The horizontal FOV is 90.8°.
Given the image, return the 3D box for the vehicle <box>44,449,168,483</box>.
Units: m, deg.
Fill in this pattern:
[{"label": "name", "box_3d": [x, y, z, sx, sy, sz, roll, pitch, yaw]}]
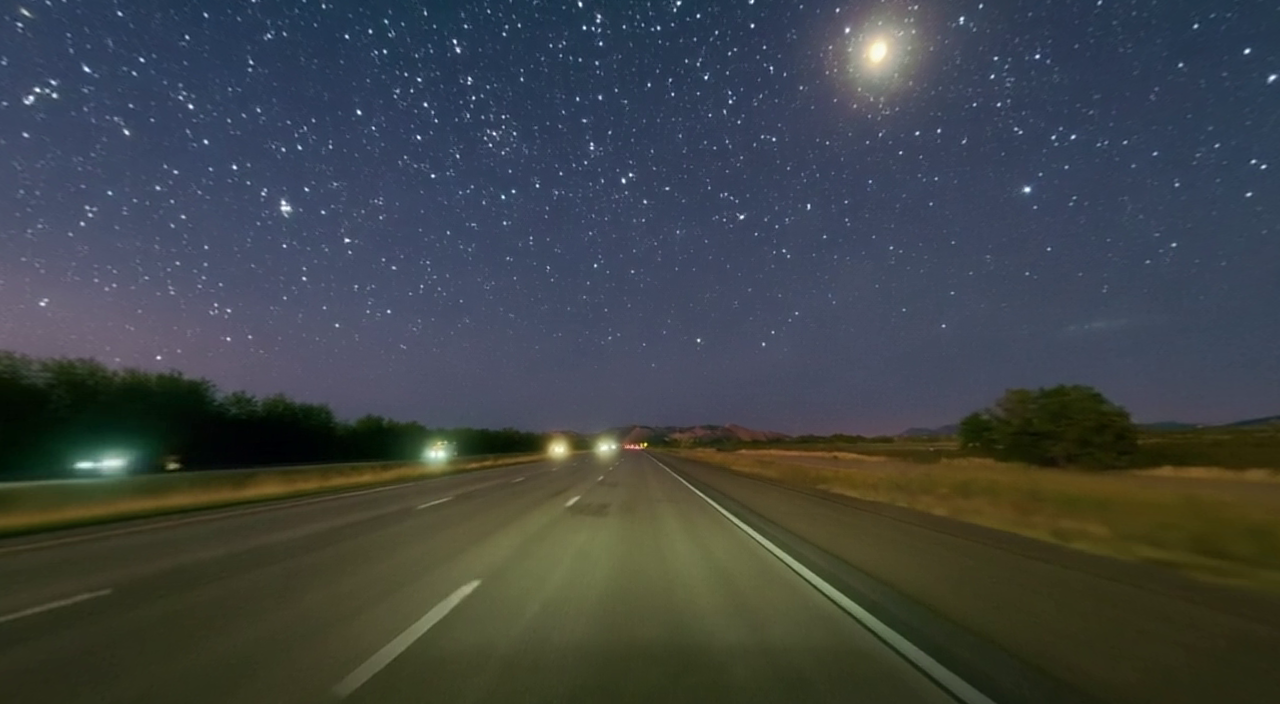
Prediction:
[{"label": "vehicle", "box_3d": [-31.894, 6.801, 38.072, 2.262, 1.841, 5.964, 0, -9, 0]}]
